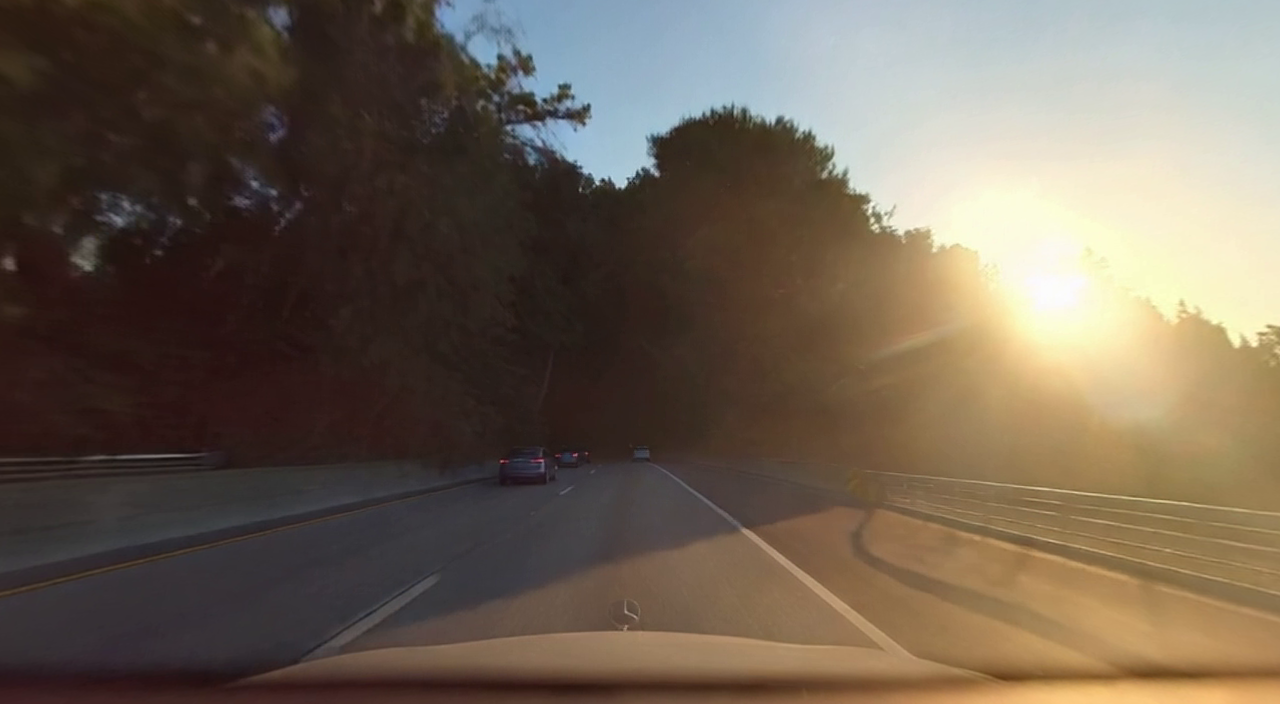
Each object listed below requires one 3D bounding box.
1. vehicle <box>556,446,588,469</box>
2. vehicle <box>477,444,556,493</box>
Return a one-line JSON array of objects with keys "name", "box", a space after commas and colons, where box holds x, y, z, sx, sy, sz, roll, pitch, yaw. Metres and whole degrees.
[{"name": "vehicle", "box": [-4.736, 7.392, 44.544, 1.838, 1.508, 4.317, 0, -8, 0]}, {"name": "vehicle", "box": [-4.109, 3.909, 21.616, 1.897, 1.481, 3.859, 0, -8, 0]}]
